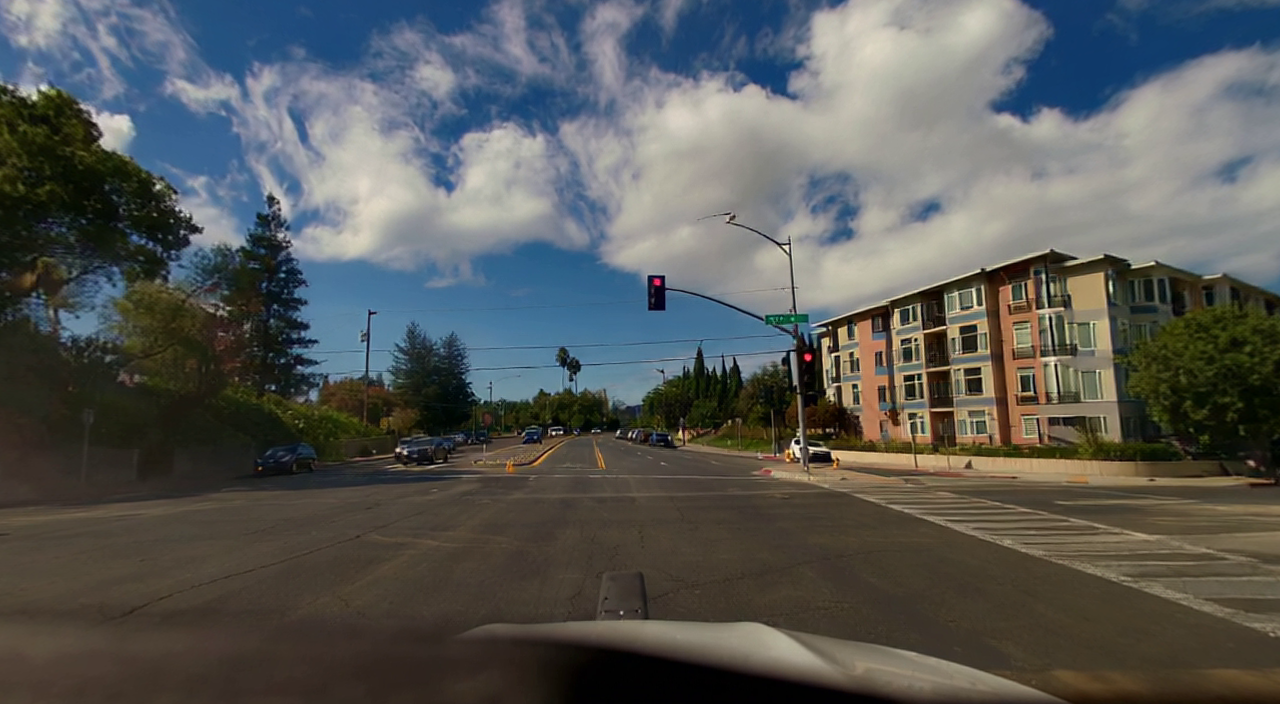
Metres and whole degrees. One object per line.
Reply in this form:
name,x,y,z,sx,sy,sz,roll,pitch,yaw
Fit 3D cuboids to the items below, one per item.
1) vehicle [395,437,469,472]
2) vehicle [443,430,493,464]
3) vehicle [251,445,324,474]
vehicle,-9.673,4.799,29.781,2.116,1.521,4.294,0,-9,-1
vehicle,-9.780,5.455,36.174,1.910,1.818,4.057,0,-9,-3
vehicle,-21.127,6.440,38.092,1.981,1.628,4.336,0,-9,-1
